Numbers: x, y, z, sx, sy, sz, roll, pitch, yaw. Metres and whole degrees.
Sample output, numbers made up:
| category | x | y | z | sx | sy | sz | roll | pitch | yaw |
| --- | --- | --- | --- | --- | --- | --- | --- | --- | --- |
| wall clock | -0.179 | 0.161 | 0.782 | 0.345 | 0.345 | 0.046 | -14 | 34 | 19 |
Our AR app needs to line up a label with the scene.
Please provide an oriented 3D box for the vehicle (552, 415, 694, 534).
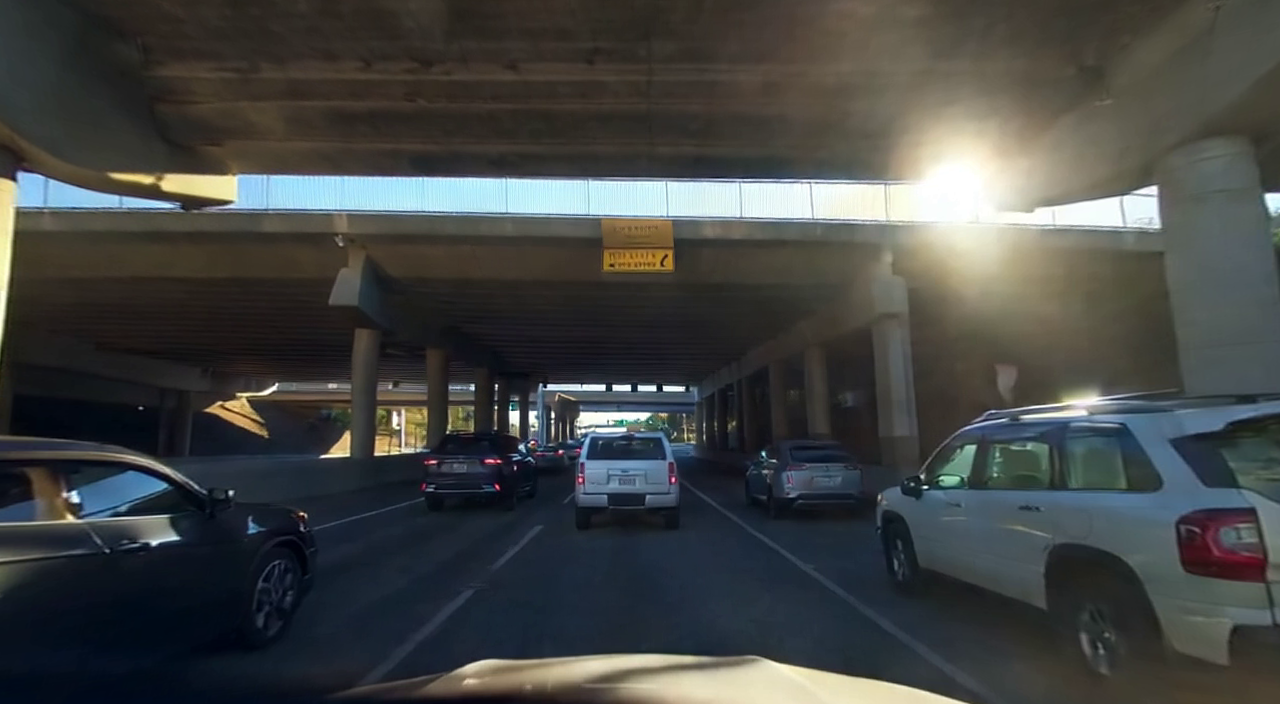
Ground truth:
| category | x | y | z | sx | sy | sz | roll | pitch | yaw |
| --- | --- | --- | --- | --- | --- | --- | --- | --- | --- |
| vehicle | -0.291 | 2.104 | 11.335 | 2.097 | 1.748 | 3.794 | 0 | -8 | -1 |

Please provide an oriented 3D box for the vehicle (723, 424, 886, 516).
| category | x | y | z | sx | sy | sz | roll | pitch | yaw |
| --- | --- | --- | --- | --- | --- | --- | --- | --- | --- |
| vehicle | 3.456 | 2.629 | 14.621 | 2.234 | 1.720 | 5.378 | 0 | -8 | -1 |

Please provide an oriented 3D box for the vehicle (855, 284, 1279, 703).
| category | x | y | z | sx | sy | sz | roll | pitch | yaw |
| --- | --- | --- | --- | --- | --- | --- | --- | --- | --- |
| vehicle | 3.691 | 1.049 | 4.807 | 2.401 | 1.968 | 4.841 | 0 | -8 | 0 |

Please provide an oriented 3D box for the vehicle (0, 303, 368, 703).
| category | x | y | z | sx | sy | sz | roll | pitch | yaw |
| --- | --- | --- | --- | --- | --- | --- | --- | --- | --- |
| vehicle | -3.424 | 0.840 | 3.077 | 2.074 | 1.814 | 4.596 | 0 | -8 | 0 |

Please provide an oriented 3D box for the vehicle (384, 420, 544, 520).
| category | x | y | z | sx | sy | sz | roll | pitch | yaw |
| --- | --- | --- | --- | --- | --- | --- | --- | --- | --- |
| vehicle | -3.366 | 2.343 | 12.999 | 2.127 | 1.720 | 4.064 | 0 | -8 | 0 |
